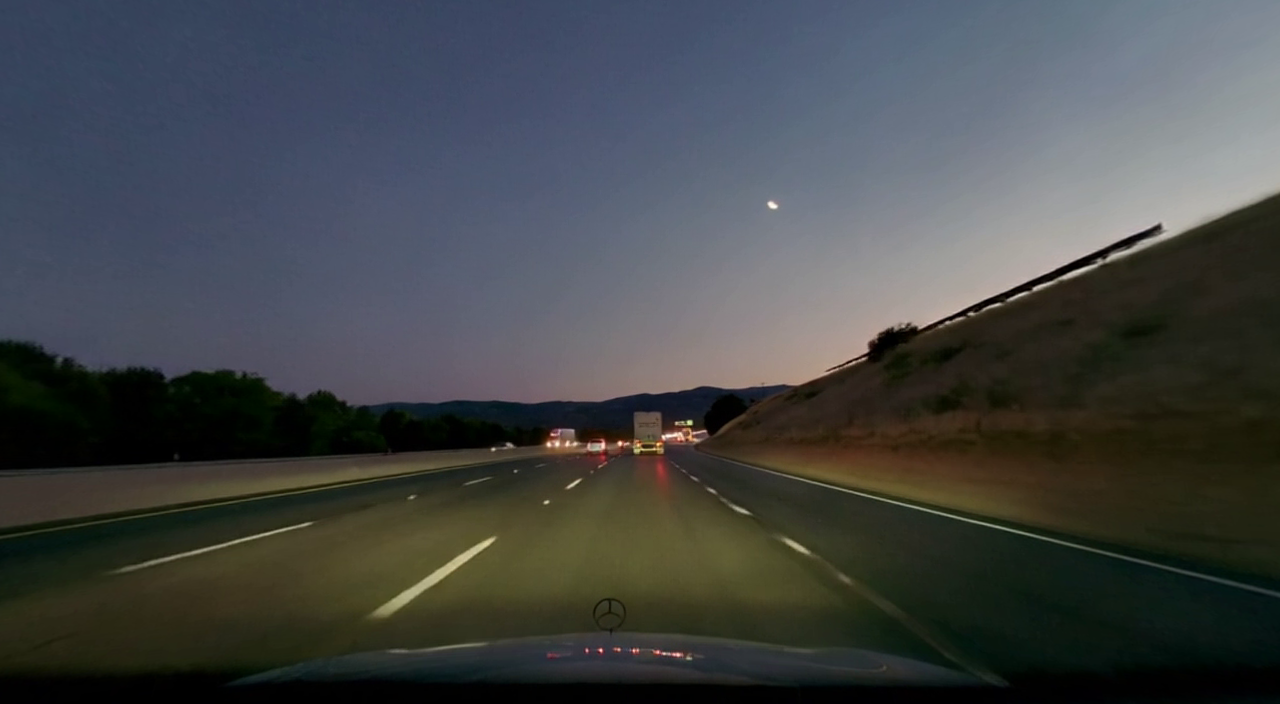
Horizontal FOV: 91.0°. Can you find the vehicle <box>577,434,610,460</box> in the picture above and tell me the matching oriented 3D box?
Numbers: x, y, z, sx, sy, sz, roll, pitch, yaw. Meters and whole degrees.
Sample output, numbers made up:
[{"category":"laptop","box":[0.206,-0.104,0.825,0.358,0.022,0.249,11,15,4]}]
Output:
[{"category":"vehicle","box":[-3.627,7.526,49.979,2.130,1.935,4.817,-1,-8,1]}]
